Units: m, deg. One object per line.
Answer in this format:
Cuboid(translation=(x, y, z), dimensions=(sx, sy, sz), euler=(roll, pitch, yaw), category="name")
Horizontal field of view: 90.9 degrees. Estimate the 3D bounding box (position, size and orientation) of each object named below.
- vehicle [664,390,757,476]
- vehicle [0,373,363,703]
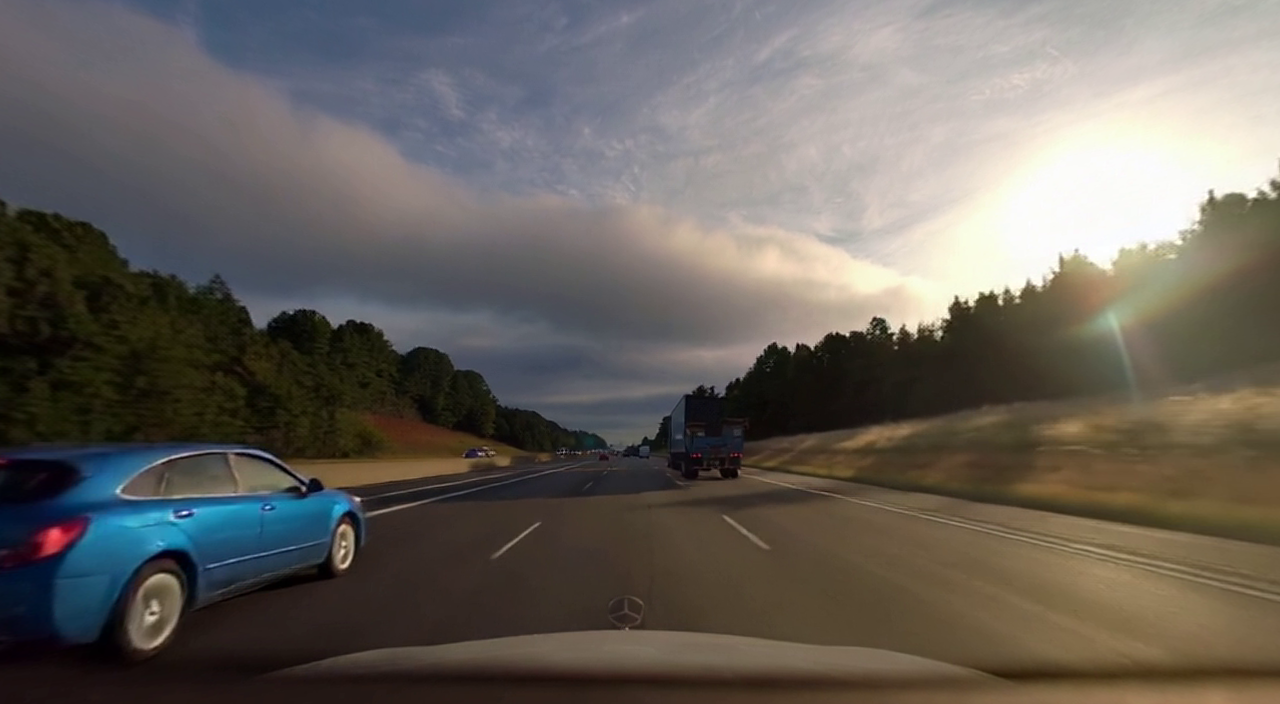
Cuboid(translation=(3.795, 5.355, 39.879), dimensions=(3.532, 4.201, 17.611), euler=(0, -9, -1), category="vehicle")
Cuboid(translation=(-4.058, 1.197, 4.550), dimensions=(2.115, 1.670, 4.261), euler=(0, -9, 0), category="vehicle")
